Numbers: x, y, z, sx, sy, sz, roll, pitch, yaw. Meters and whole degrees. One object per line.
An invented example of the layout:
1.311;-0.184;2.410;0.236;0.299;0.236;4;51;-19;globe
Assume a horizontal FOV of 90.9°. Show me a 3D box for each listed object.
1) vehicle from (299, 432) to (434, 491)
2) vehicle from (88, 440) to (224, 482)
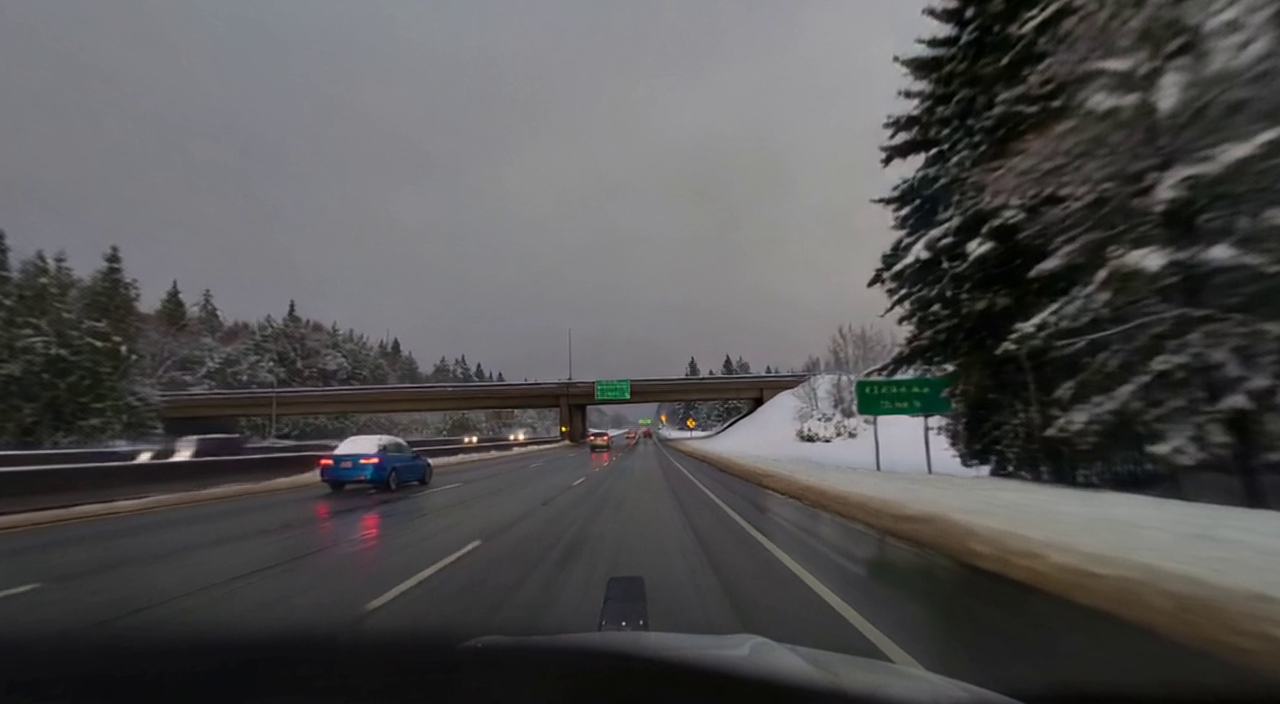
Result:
-7.755;3.144;18.418;1.987;1.486;4.174;0;-8;2;vehicle
-18.231;4.100;24.056;1.736;1.455;4.263;0;-8;1;vehicle
